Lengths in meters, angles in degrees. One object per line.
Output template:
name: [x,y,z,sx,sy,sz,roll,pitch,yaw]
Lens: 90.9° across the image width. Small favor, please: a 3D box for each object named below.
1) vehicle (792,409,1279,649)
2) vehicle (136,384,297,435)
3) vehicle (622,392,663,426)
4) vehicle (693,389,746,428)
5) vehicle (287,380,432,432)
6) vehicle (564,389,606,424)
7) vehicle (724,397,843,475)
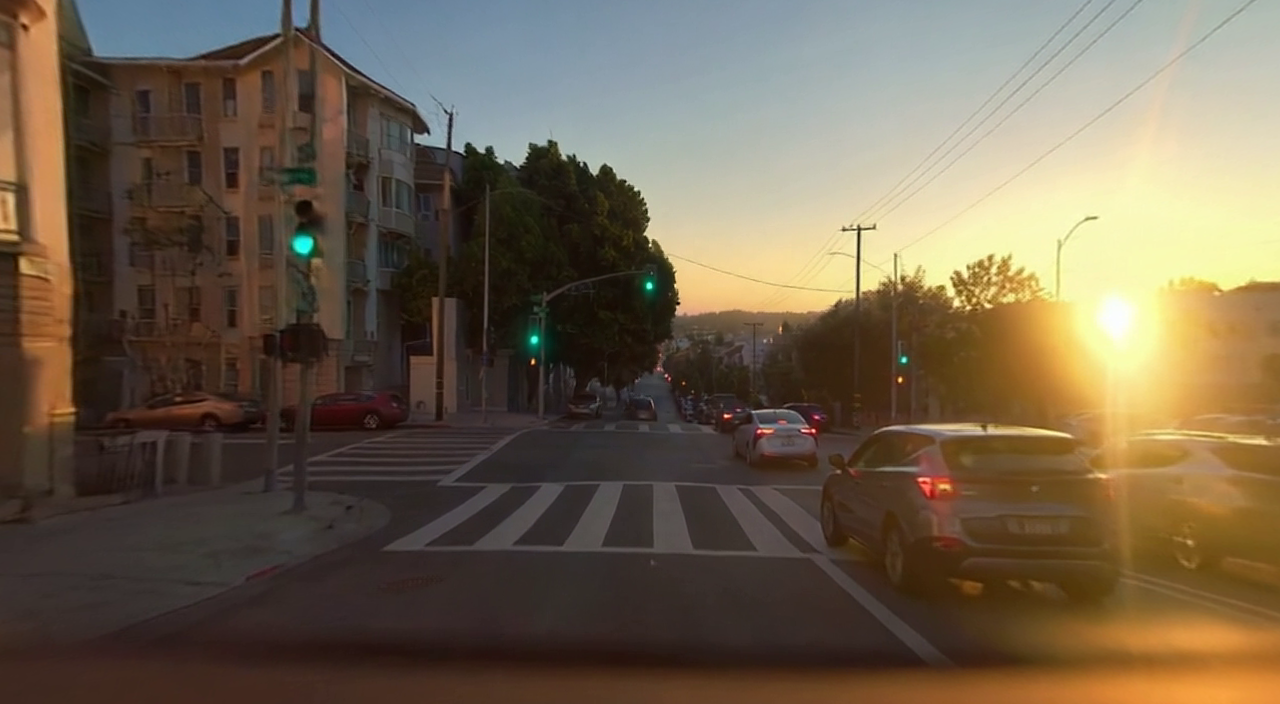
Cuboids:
vehicle: [3.100,1.425,6.243,2.055,1.450,4.676,0,-8,0]
vehicle: [-15.587,2.158,23.366,4.571,1.758,1.930,0,-8,2]
vehicle: [0.163,2.910,31.583,1.923,1.460,3.923,0,-8,1]
vehicle: [3.854,2.873,31.248,2.093,1.655,4.327,0,-8,1]
vehicle: [-10.204,2.021,23.220,4.304,1.755,2.083,0,-8,1]
vehicle: [-2.724,2.805,31.867,1.878,1.521,3.697,0,-8,-1]
vehicle: [3.308,1.918,15.358,1.970,1.490,4.016,0,-2,0]
